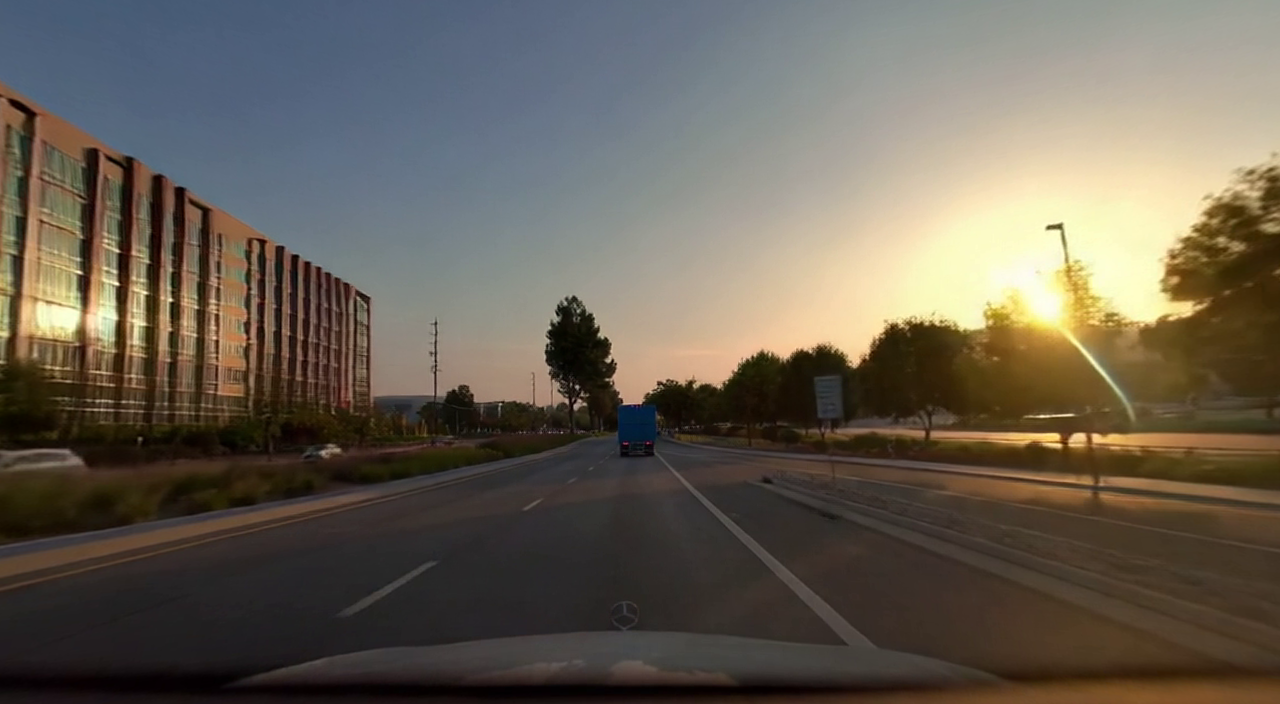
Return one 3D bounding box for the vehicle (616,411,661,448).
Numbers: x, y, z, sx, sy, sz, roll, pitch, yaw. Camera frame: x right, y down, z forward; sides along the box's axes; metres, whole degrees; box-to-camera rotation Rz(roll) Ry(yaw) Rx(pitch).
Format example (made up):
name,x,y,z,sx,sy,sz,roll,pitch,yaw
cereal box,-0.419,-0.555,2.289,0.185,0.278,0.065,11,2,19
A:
name,x,y,z,sx,sy,sz,roll,pitch,yaw
vehicle,-0.176,4.202,33.660,2.178,1.829,4.932,0,-9,-3
